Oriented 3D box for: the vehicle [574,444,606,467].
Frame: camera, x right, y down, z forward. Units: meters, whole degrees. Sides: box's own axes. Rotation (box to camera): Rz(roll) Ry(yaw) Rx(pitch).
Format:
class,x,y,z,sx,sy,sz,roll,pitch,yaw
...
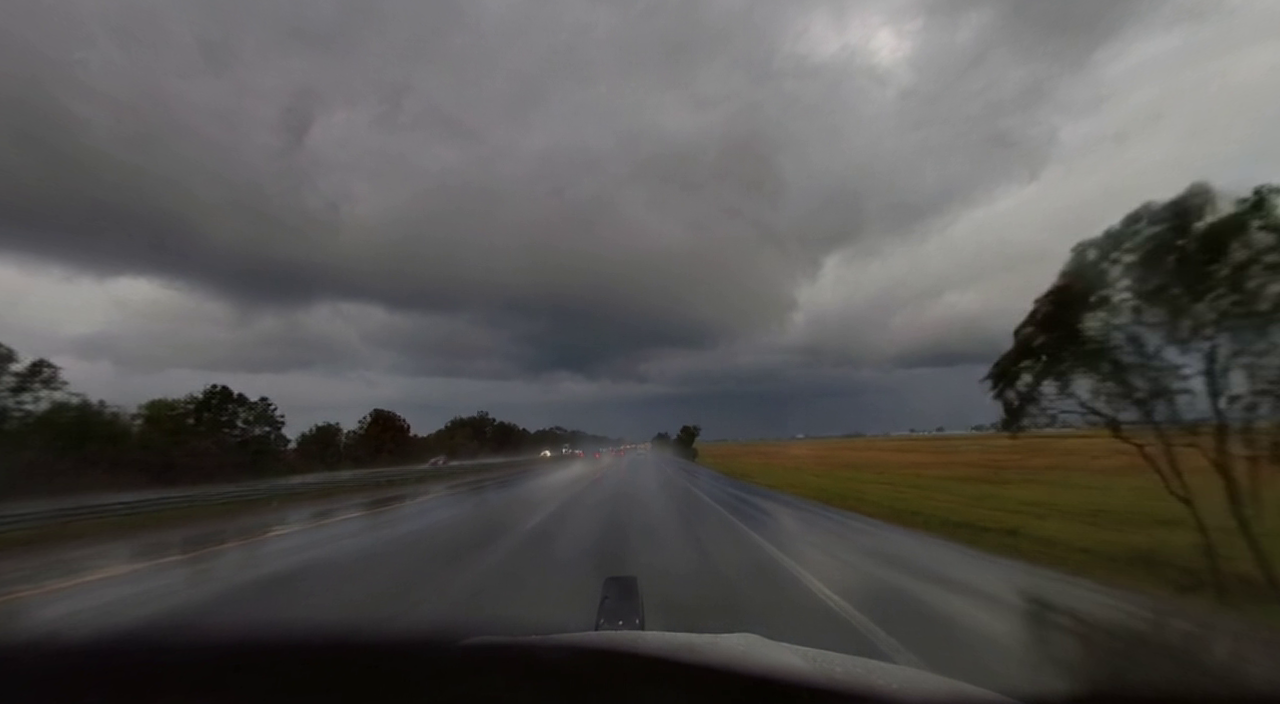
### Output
class,x,y,z,sx,sy,sz,roll,pitch,yaw
vehicle,-3.872,8.042,49.267,2.132,1.701,4.303,0,-9,0
